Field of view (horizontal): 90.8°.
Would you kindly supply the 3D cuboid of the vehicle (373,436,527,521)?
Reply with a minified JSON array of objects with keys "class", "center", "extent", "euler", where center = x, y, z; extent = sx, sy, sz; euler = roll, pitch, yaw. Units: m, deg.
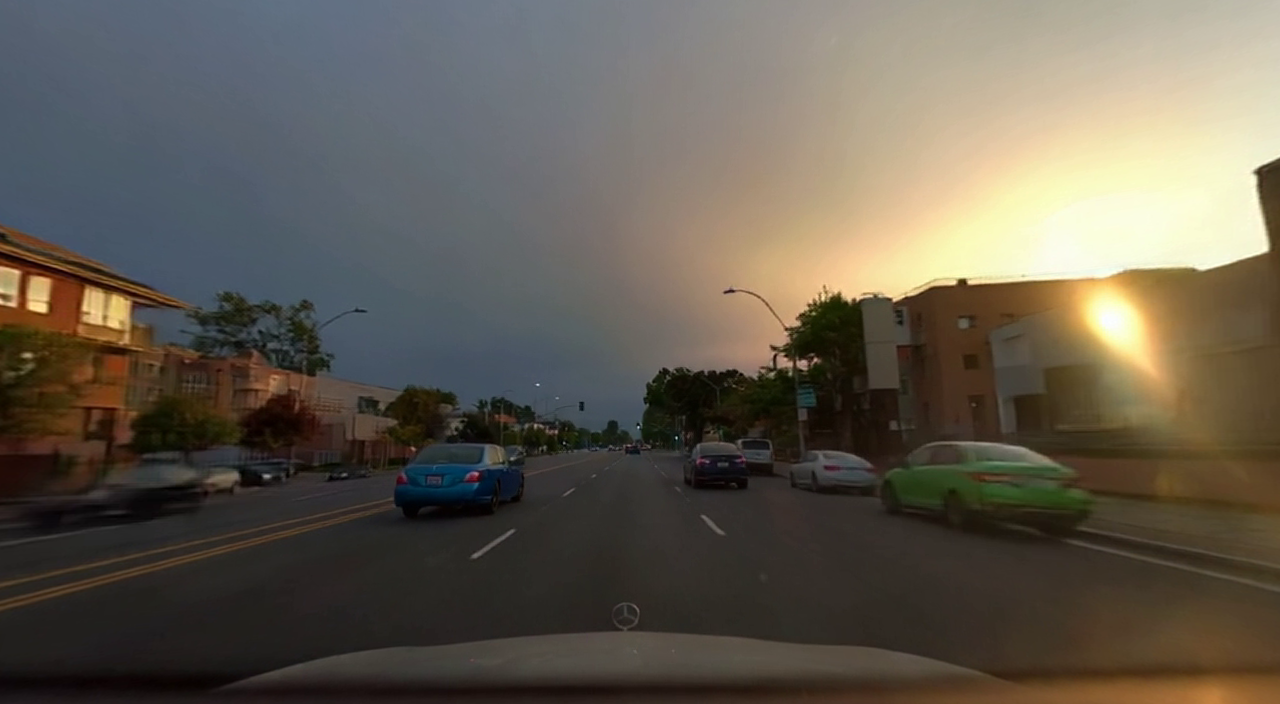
[{"class":"vehicle","center":[-3.823,2.599,13.568],"extent":[2.062,1.527,4.044],"euler":[0,-8,0]}]

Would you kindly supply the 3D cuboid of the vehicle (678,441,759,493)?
[{"class":"vehicle","center":[2.402,3.663,20.517],"extent":[1.978,1.471,4.426],"euler":[0,-8,-1]}]

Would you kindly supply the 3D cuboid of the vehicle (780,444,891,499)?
[{"class":"vehicle","center":[5.819,3.593,19.456],"extent":[1.905,1.471,4.596],"euler":[0,-8,-1]}]

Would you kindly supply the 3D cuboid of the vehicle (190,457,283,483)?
[{"class":"vehicle","center":[-24.177,7.060,37.935],"extent":[4.398,1.486,1.837],"euler":[-1,-8,3]}]

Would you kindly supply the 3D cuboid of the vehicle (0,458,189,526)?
[{"class":"vehicle","center":[-14.968,3.696,17.276],"extent":[1.907,1.494,4.549],"euler":[0,-8,0]}]

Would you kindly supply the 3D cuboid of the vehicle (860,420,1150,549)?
[{"class":"vehicle","center":[6.035,2.240,11.522],"extent":[2.085,1.782,5.258],"euler":[0,-8,-1]}]
